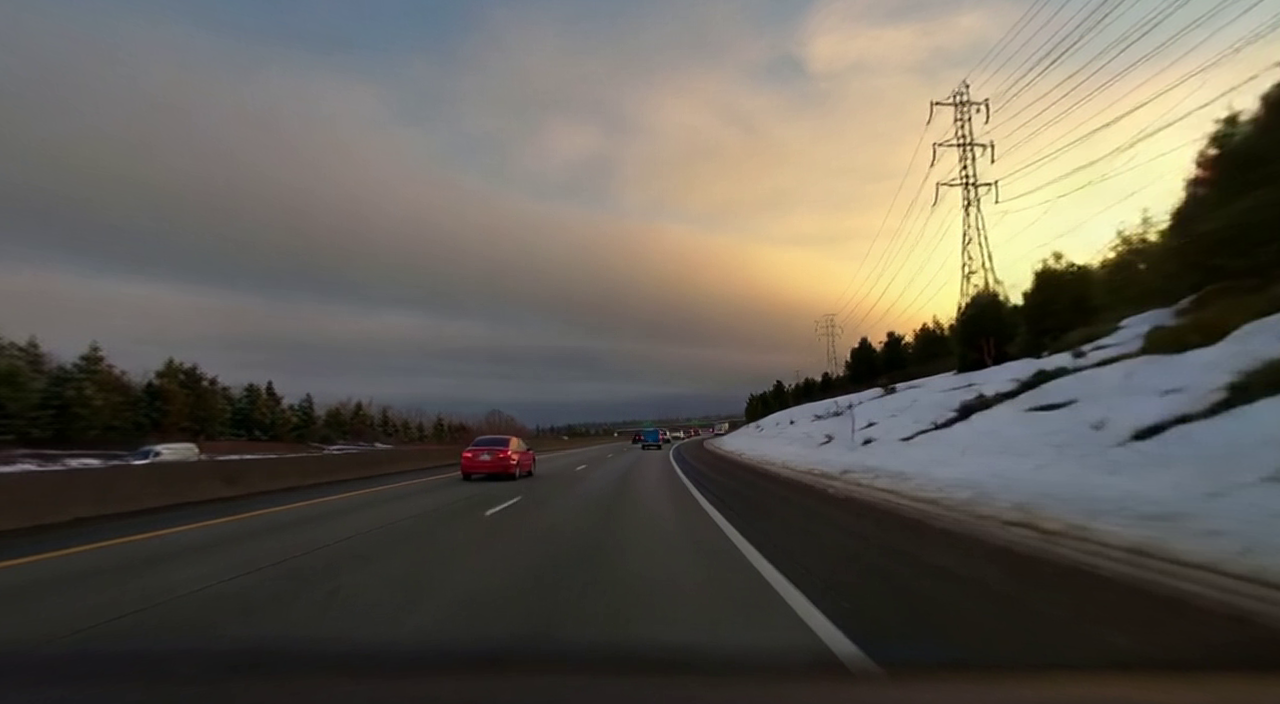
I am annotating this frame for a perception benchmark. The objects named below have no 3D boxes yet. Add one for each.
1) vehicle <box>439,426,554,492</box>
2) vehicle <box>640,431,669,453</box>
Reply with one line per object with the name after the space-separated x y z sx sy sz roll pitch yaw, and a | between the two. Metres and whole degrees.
-3.638 2.767 16.816 2.030 1.522 4.250 0 -8 1 | vehicle
1.106 6.783 47.507 2.077 1.523 4.206 0 -8 3 | vehicle
